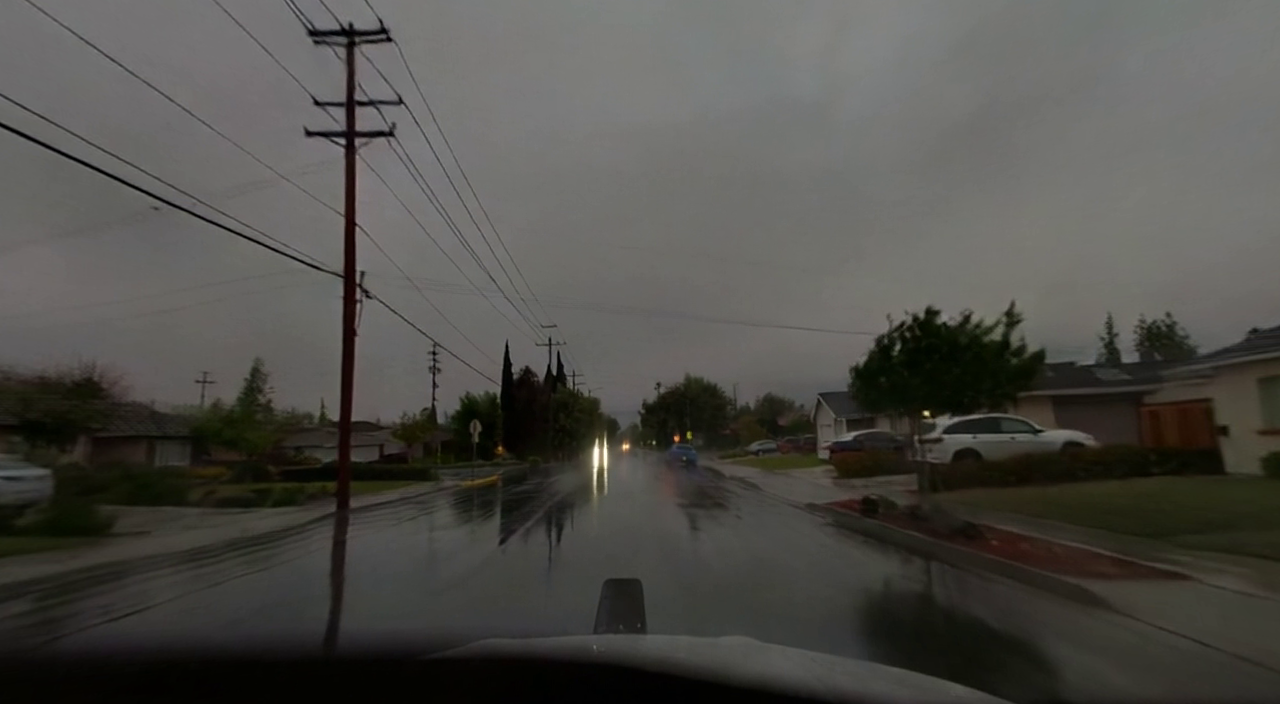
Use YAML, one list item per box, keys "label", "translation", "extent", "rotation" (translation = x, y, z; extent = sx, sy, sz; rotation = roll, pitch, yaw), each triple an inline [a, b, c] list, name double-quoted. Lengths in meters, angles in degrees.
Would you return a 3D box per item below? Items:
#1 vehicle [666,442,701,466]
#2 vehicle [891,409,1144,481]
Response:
- label: "vehicle"
  translation: [3.316, 7.860, 48.693]
  extent: [2.134, 1.720, 4.515]
  rotation: [0, -9, -3]
- label: "vehicle"
  translation: [11.090, 2.792, 18.982]
  extent: [5.968, 1.963, 2.573]
  rotation: [0, -9, -2]
